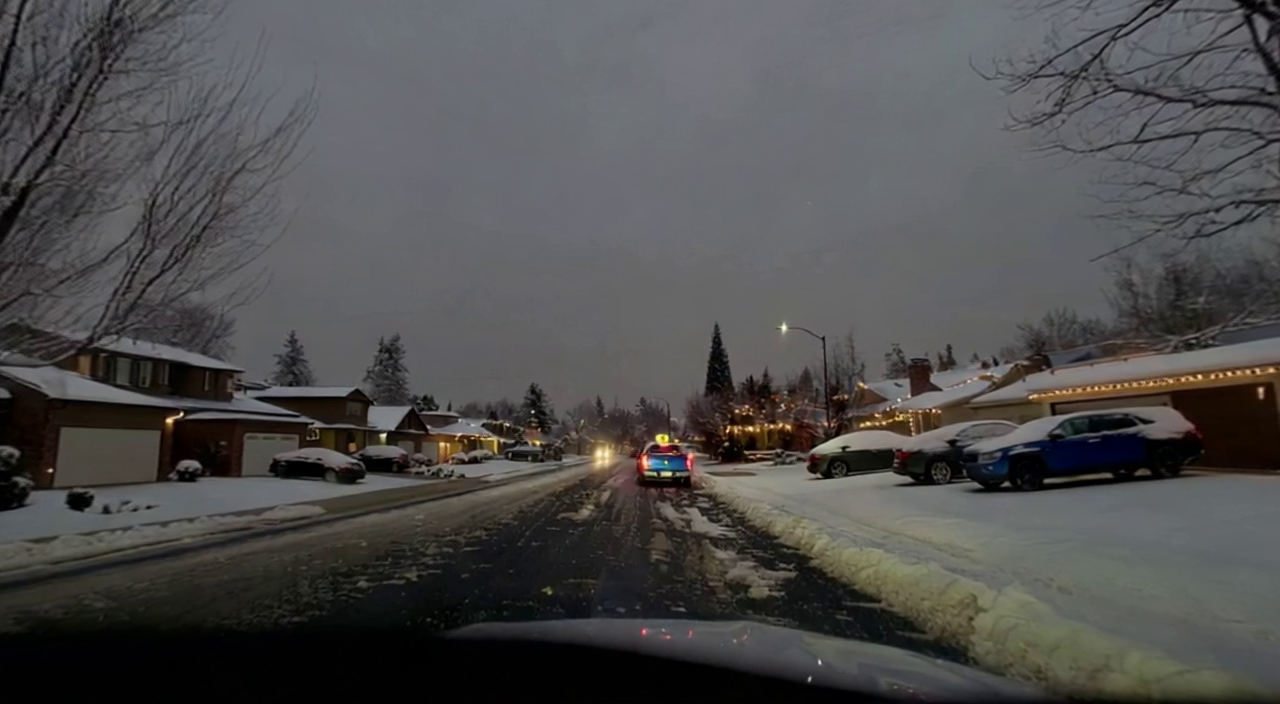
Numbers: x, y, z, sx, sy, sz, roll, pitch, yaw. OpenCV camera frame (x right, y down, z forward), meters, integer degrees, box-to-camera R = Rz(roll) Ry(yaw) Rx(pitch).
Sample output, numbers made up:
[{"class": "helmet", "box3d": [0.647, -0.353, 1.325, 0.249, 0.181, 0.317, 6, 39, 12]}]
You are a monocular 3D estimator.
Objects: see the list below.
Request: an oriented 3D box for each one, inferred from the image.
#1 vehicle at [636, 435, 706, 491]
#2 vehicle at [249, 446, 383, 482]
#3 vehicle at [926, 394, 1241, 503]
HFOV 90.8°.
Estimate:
[{"class": "vehicle", "box3d": [1.259, 4.502, 26.103, 2.552, 2.024, 5.414, -1, -8, 3]}, {"class": "vehicle", "box3d": [-14.334, 4.951, 28.175, 4.916, 1.485, 1.807, 0, -9, -3]}, {"class": "vehicle", "box3d": [8.407, 1.887, 12.368, 4.554, 1.515, 1.858, -6, -9, 3]}]
